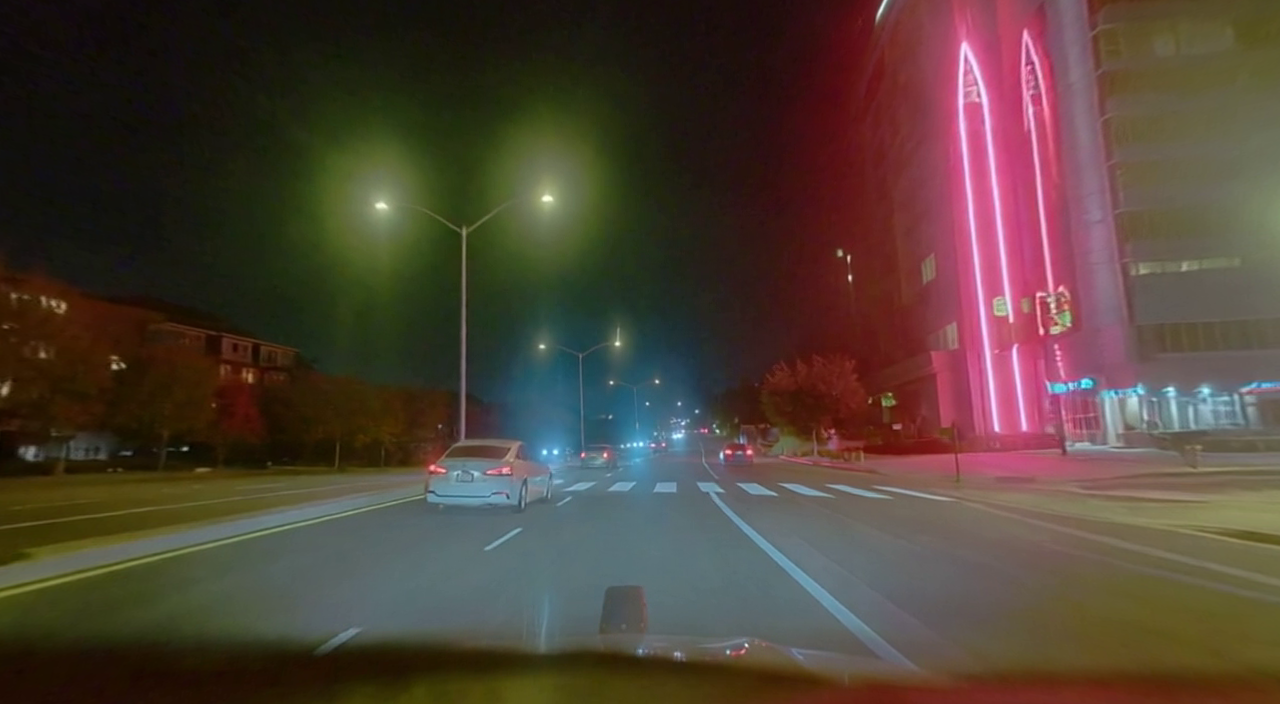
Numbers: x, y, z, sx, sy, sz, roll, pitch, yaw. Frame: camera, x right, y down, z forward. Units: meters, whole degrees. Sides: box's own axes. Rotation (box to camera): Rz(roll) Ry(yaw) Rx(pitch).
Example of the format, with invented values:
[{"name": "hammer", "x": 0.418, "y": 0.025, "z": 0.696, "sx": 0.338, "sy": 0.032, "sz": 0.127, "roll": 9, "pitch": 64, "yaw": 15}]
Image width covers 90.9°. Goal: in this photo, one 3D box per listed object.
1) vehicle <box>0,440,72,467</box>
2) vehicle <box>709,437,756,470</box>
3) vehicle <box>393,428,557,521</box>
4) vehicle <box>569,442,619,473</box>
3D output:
[{"name": "vehicle", "x": -40.395, "y": 6.597, "z": 41.019, "sx": 1.993, "sy": 1.726, "sz": 4.713, "roll": -7, "pitch": -11, "yaw": 40}, {"name": "vehicle", "x": 5.080, "y": 5.654, "z": 35.216, "sx": 2.103, "sy": 1.699, "sz": 4.171, "roll": 0, "pitch": -8, "yaw": 1}, {"name": "vehicle", "x": -3.131, "y": 2.441, "z": 13.108, "sx": 2.118, "sy": 1.568, "sz": 4.436, "roll": 0, "pitch": -8, "yaw": 1}, {"name": "vehicle", "x": -2.283, "y": 5.409, "z": 32.472, "sx": 1.980, "sy": 1.454, "sz": 4.226, "roll": -1, "pitch": -8, "yaw": 4}]
